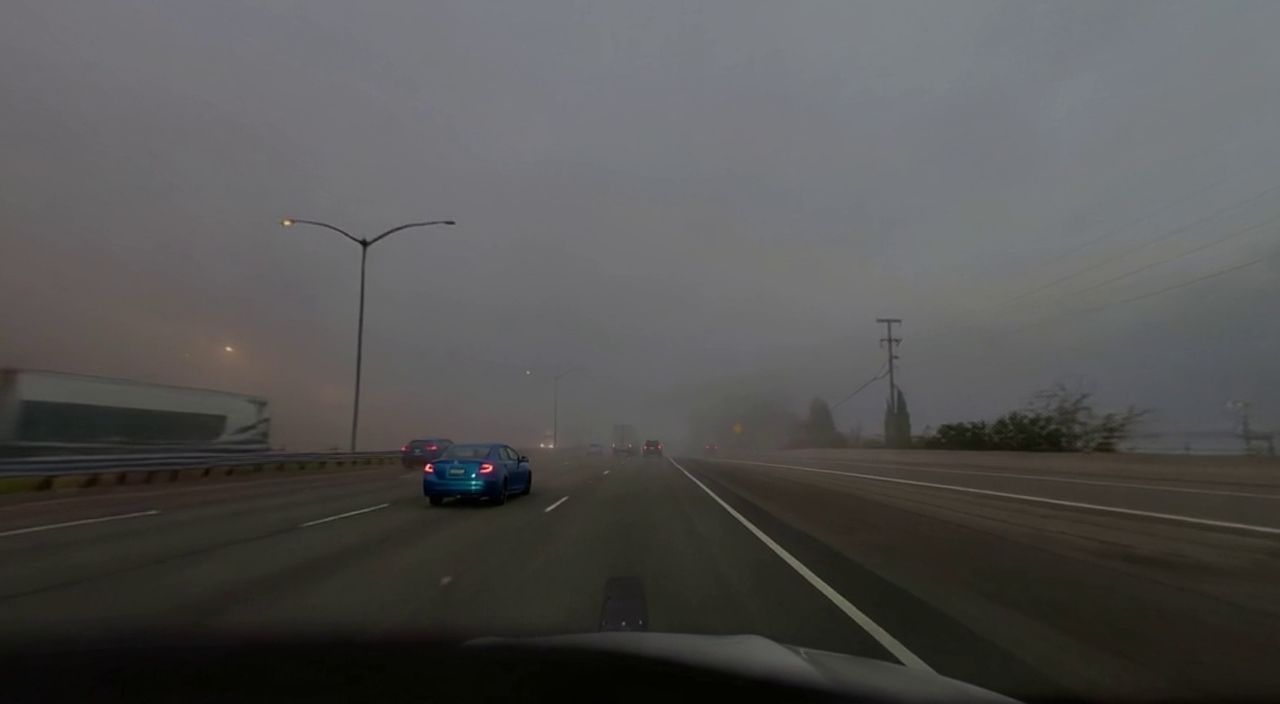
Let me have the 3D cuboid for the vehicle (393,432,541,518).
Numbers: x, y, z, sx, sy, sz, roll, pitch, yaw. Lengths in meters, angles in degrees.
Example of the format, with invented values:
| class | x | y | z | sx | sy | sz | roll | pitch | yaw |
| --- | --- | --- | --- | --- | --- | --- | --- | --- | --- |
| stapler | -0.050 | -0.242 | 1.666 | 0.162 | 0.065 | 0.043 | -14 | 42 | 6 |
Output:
| class | x | y | z | sx | sy | sz | roll | pitch | yaw |
| --- | --- | --- | --- | --- | --- | --- | --- | --- | --- |
| vehicle | -3.382 | 2.468 | 13.162 | 1.953 | 1.511 | 3.704 | 0 | -8 | 2 |

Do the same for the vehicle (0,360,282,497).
| class | x | y | z | sx | sy | sz | roll | pitch | yaw |
| --- | --- | --- | --- | --- | --- | --- | --- | --- | --- |
| vehicle | -17.936 | 2.742 | 21.505 | 2.945 | 3.489 | 14.127 | 0 | -8 | 1 |
